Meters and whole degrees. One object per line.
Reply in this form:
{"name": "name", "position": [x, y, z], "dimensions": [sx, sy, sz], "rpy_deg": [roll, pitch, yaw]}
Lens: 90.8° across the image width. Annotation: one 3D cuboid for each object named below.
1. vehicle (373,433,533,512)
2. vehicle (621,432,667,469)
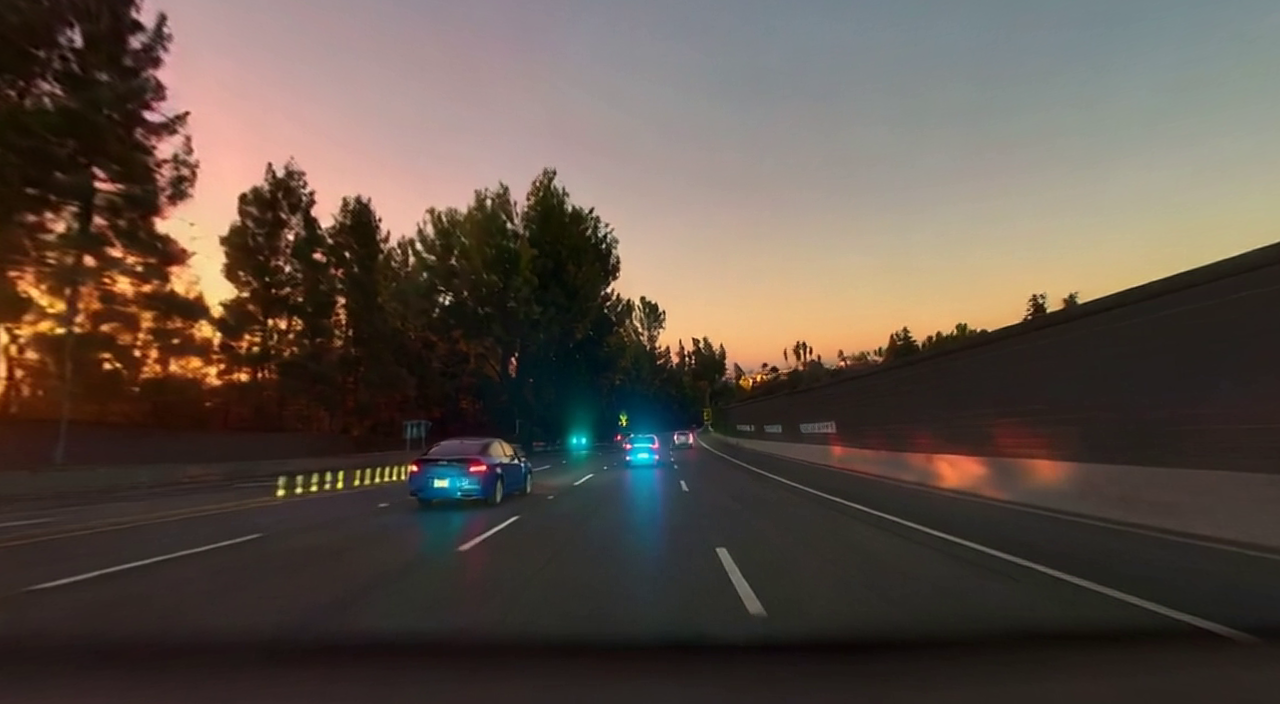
{"name": "vehicle", "position": [-3.899, 2.592, 14.211], "dimensions": [1.981, 1.460, 4.792], "rpy_deg": [0, -8, 2]}
{"name": "vehicle", "position": [0.213, 4.761, 30.744], "dimensions": [2.082, 1.638, 4.644], "rpy_deg": [0, -8, 1]}
